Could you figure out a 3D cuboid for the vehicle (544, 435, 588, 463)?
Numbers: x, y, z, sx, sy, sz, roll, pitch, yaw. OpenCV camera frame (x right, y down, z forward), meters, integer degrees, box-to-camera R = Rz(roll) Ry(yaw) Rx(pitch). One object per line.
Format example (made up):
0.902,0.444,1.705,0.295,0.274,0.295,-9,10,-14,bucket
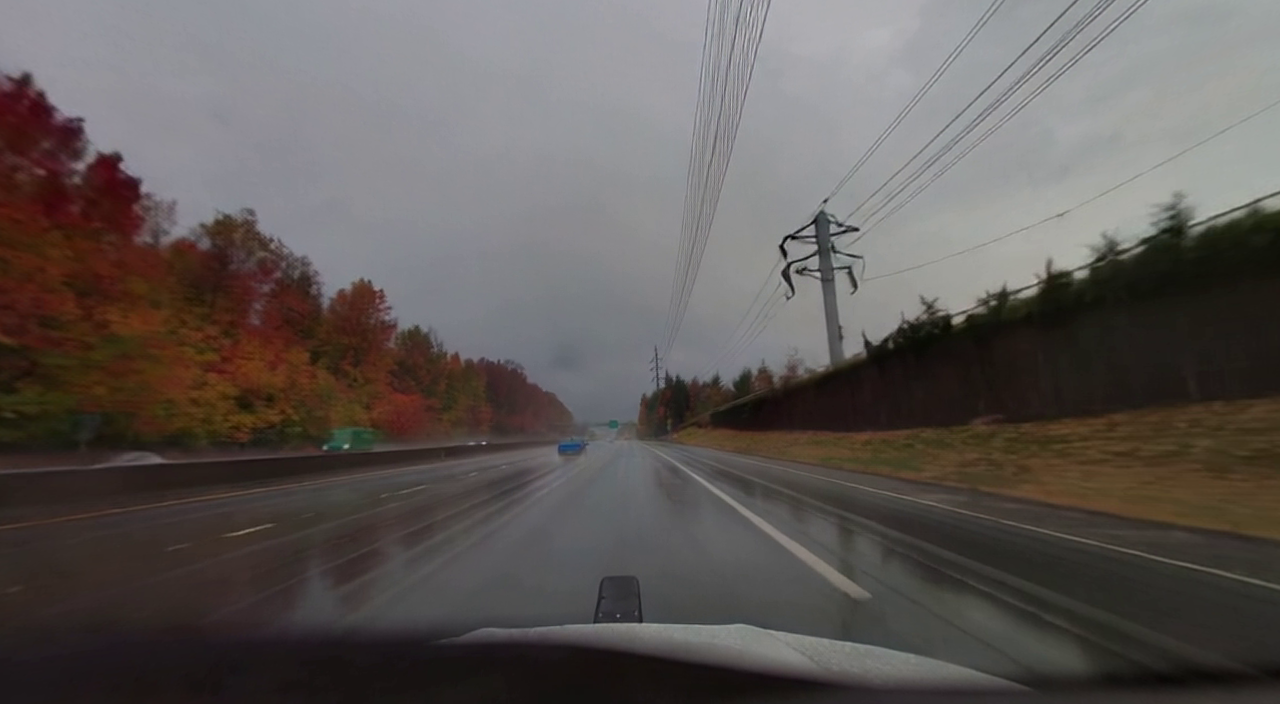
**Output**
-4.063,5.393,35.232,2.025,1.475,4.379,0,-8,-1,vehicle
